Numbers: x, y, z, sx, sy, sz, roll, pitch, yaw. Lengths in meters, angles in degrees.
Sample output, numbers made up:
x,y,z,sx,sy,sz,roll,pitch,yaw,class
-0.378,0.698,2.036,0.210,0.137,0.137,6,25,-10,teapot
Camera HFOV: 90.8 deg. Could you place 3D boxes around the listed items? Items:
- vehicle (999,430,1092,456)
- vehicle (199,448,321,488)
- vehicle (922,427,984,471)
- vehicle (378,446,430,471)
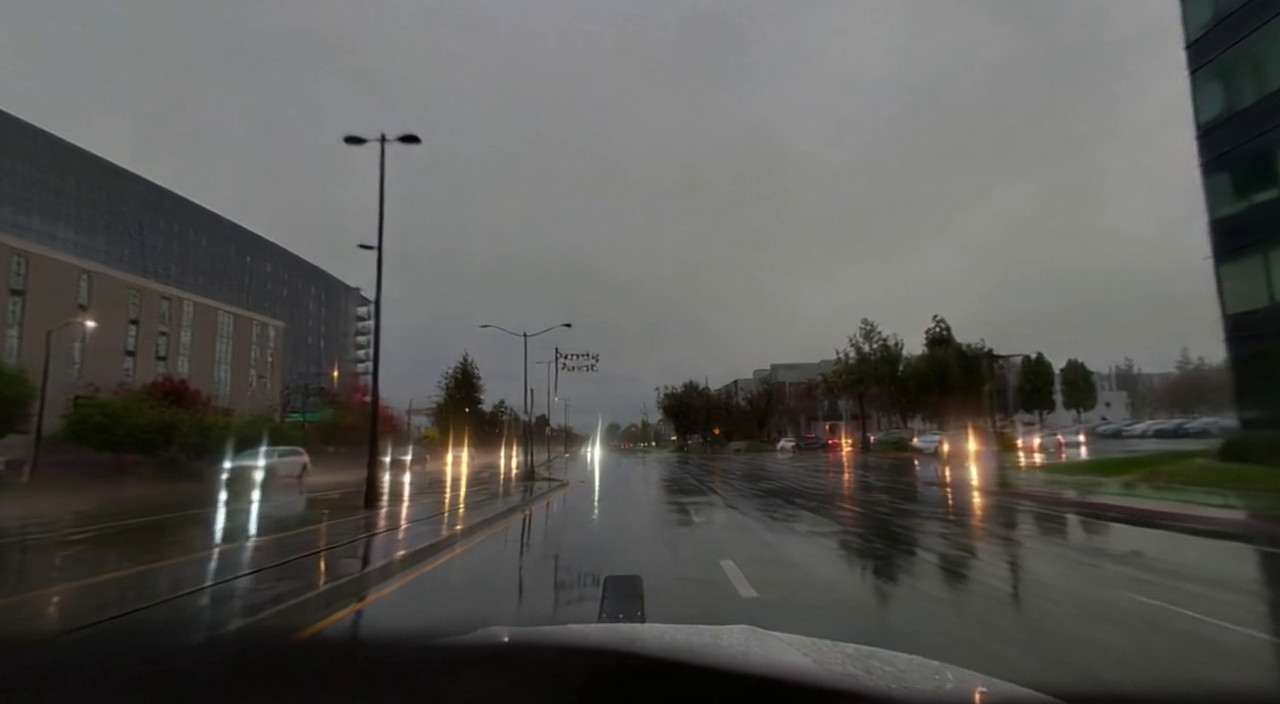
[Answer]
x,y,z,sx,sy,sz,roll,pitch,yaw,class
31.445,7.100,49.134,5.509,1.904,2.614,1,-9,-6,vehicle
-18.545,5.671,31.255,2.575,1.738,5.473,-1,-9,1,vehicle
17.062,5.286,34.591,1.686,2.284,3.164,0,-8,1,vehicle
-18.251,8.240,49.121,2.041,1.826,4.878,-1,-9,1,vehicle
